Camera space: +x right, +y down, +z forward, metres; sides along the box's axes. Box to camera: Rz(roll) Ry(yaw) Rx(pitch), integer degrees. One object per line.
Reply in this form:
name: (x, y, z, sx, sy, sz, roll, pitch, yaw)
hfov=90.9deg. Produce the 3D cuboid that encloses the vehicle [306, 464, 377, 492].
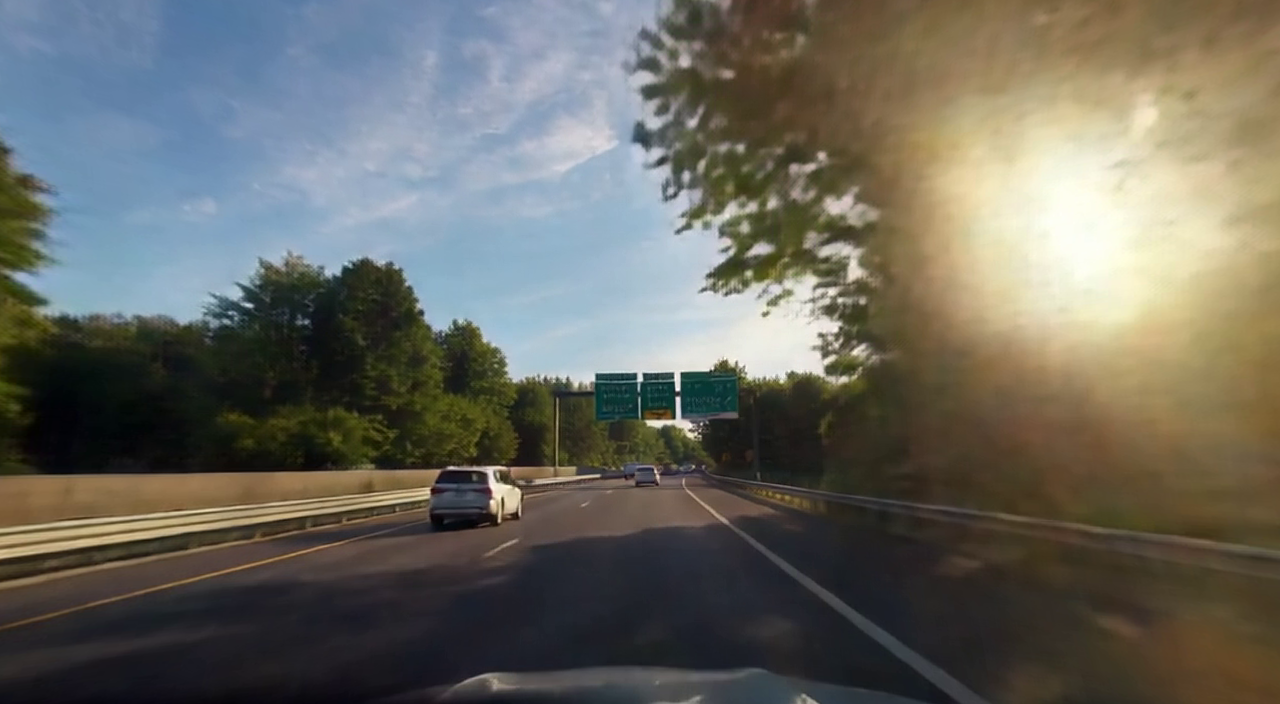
vehicle: (-18.169, 7.669, 38.546, 1.962, 1.525, 4.395, 1, -10, 3)

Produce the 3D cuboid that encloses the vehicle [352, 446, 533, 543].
vehicle: (-3.710, 2.827, 12.958, 2.063, 1.556, 4.740, 1, -10, 1)

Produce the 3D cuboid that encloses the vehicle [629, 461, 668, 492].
vehicle: (0.552, 7.117, 36.113, 2.000, 1.594, 3.996, 1, -10, 3)
